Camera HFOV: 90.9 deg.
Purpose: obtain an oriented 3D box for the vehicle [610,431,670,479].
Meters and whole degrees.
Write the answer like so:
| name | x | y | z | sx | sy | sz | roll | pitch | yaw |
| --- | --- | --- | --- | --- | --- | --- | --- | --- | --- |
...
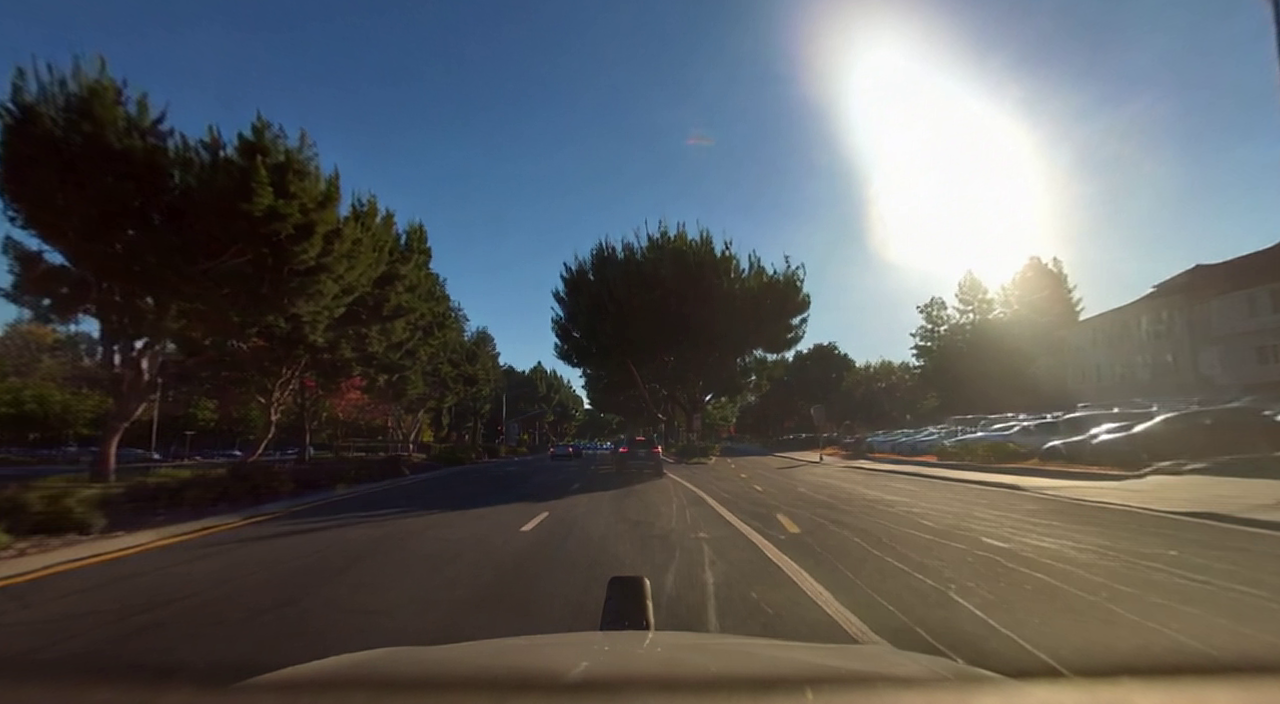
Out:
| name | x | y | z | sx | sy | sz | roll | pitch | yaw |
| --- | --- | --- | --- | --- | --- | --- | --- | --- | --- |
| vehicle | -0.046 | 3.960 | 24.372 | 2.135 | 1.691 | 3.884 | 0 | -9 | -1 |

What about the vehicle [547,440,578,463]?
| name | x | y | z | sx | sy | sz | roll | pitch | yaw |
| --- | --- | --- | --- | --- | --- | --- | --- | --- | --- |
| vehicle | -5.473 | 7.068 | 44.901 | 1.950 | 1.563 | 3.727 | 0 | -9 | -3 |
